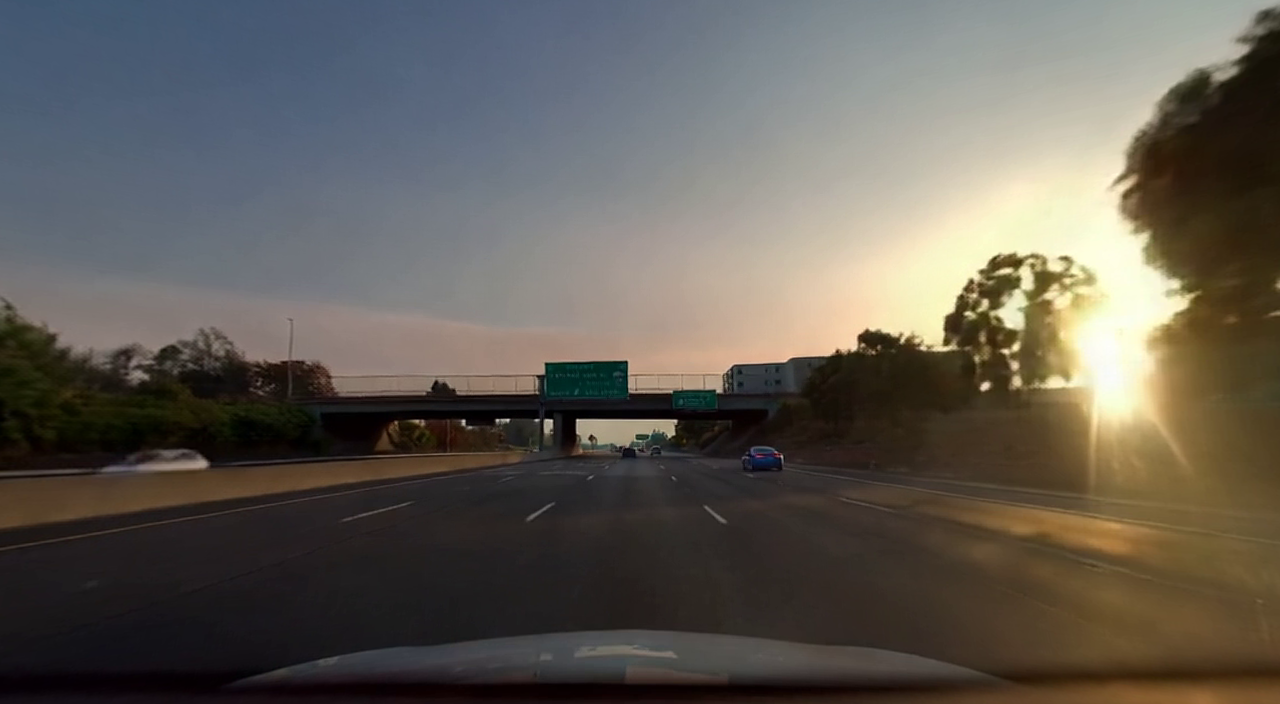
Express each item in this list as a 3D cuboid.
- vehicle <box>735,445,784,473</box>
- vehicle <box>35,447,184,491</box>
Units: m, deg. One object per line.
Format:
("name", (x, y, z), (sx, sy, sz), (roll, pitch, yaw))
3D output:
("vehicle", (7.015, 6.318, 37.516), (1.958, 1.498, 4.447), (0, -8, -1))
("vehicle", (-22.378, 4.908, 26.976), (2.102, 1.635, 4.892), (0, -9, 0))
